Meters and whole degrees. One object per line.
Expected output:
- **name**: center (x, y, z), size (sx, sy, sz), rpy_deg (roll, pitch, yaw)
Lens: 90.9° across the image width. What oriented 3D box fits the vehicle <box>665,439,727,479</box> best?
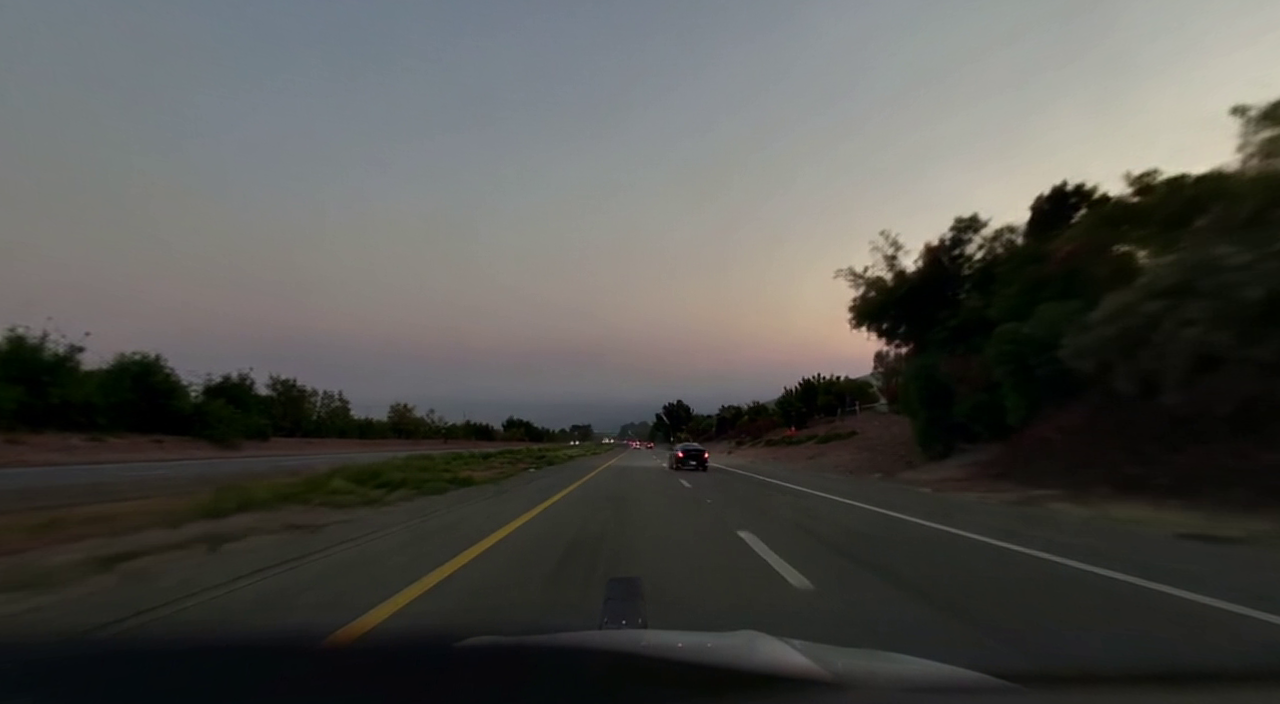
- **vehicle**: center (2.199, 4.357, 25.949), size (1.991, 1.475, 4.302), rpy_deg (0, -8, -2)
